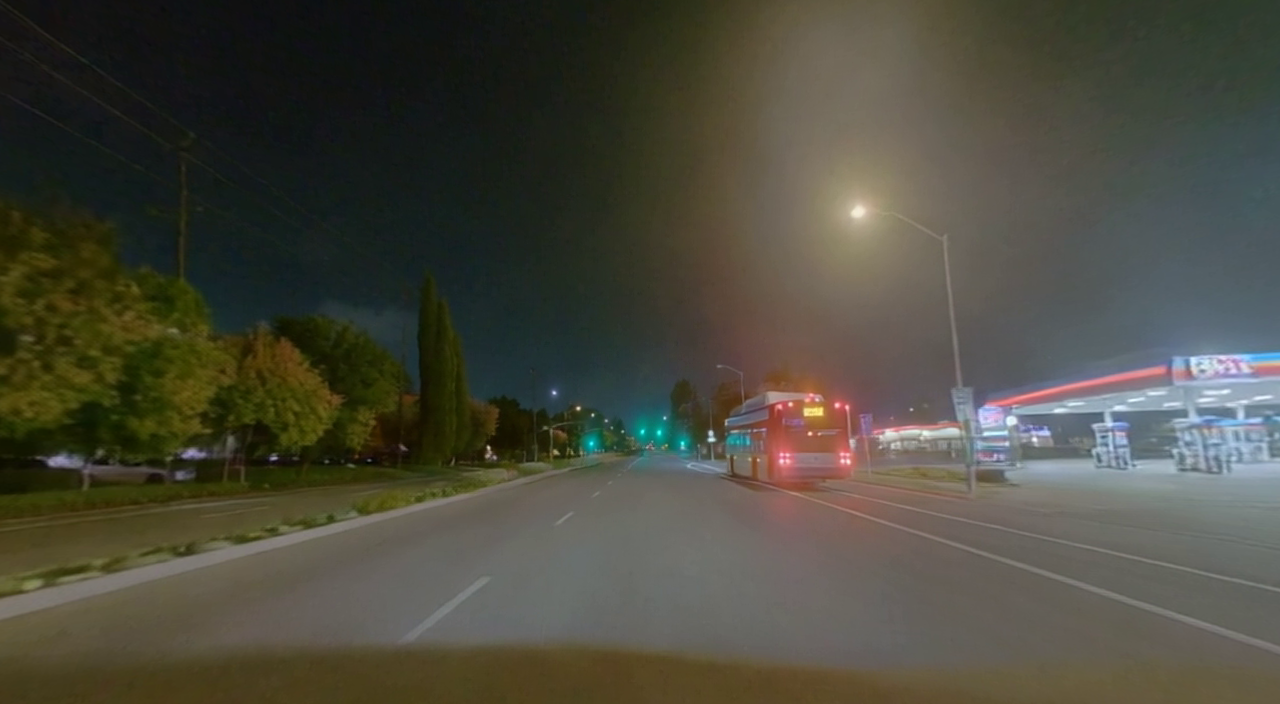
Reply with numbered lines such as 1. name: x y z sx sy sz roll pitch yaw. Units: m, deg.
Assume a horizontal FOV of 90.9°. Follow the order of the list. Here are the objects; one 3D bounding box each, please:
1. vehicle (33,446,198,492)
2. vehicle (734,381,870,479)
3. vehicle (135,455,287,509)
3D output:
1. vehicle: -24.383 5.397 29.611 2.284 1.855 5.392 -4 -9 25
2. vehicle: 8.638 4.641 36.408 4.582 4.678 12.589 0 -8 0
3. vehicle: -13.529 4.082 20.250 1.779 1.476 4.260 0 -8 2
